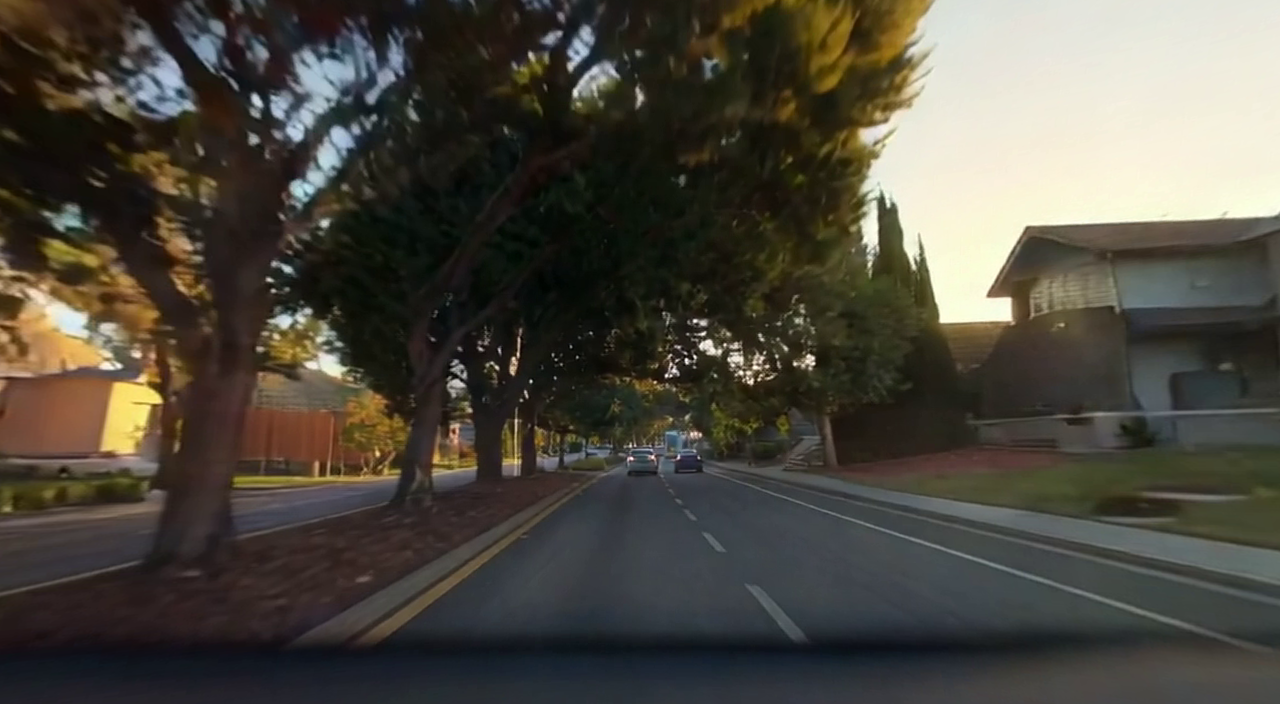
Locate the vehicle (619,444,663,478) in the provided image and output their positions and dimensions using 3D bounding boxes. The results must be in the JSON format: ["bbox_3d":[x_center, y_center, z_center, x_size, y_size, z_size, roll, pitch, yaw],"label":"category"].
[{"bbox_3d":[0.085,5.323,31.102,2.018,1.511,3.993,0,-8,1],"label":"vehicle"}]

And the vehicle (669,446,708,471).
[{"bbox_3d":[3.029,6.732,40.154,2.057,1.496,4.401,0,-8,-1],"label":"vehicle"}]
